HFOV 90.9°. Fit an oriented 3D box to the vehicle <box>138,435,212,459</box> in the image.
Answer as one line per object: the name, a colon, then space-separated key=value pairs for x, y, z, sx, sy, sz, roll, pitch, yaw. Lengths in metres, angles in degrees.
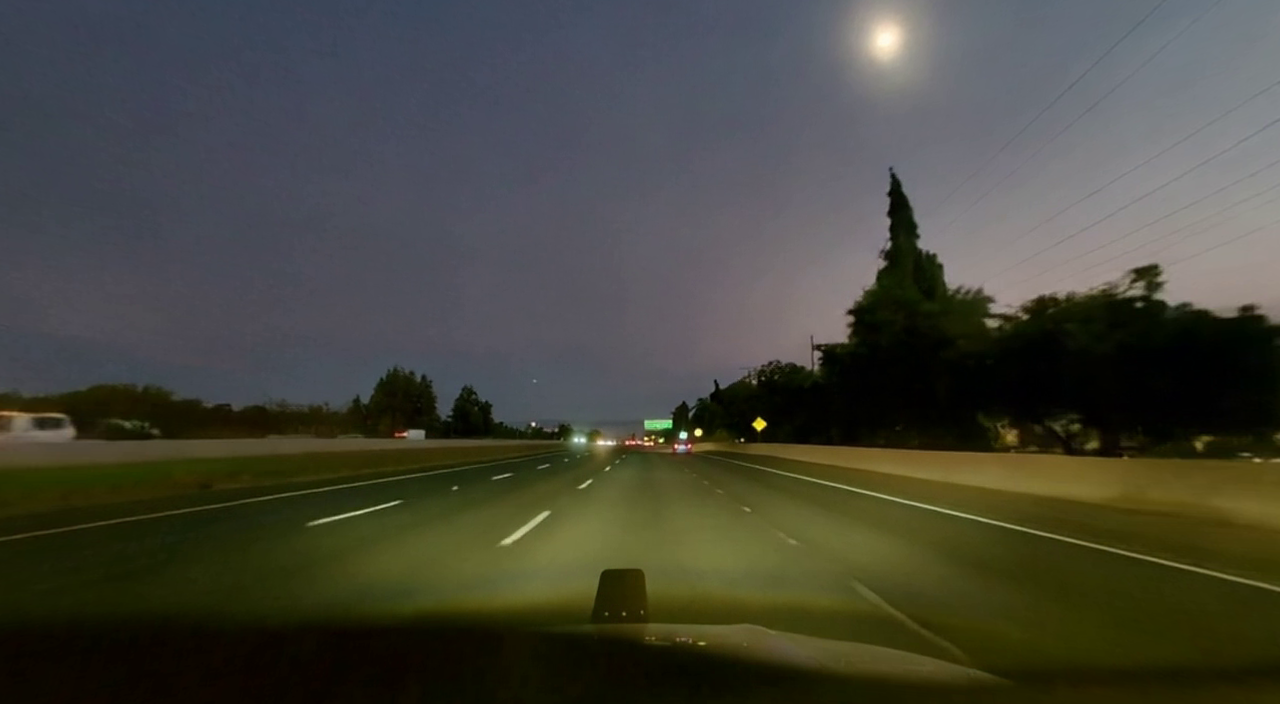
vehicle: x=-30.204 y=6.161 z=41.125 sx=1.697 sy=1.450 sz=4.091 roll=0 pitch=-8 yaw=0

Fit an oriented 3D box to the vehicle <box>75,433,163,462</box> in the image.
vehicle: x=-34.027 y=6.216 z=41.337 sx=2.020 sy=1.774 sz=4.385 roll=0 pitch=-8 yaw=-1

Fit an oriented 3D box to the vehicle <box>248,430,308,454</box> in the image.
vehicle: x=-26.213 y=6.524 z=45.813 sx=1.900 sy=1.640 sz=4.230 roll=0 pitch=-8 yaw=-1
